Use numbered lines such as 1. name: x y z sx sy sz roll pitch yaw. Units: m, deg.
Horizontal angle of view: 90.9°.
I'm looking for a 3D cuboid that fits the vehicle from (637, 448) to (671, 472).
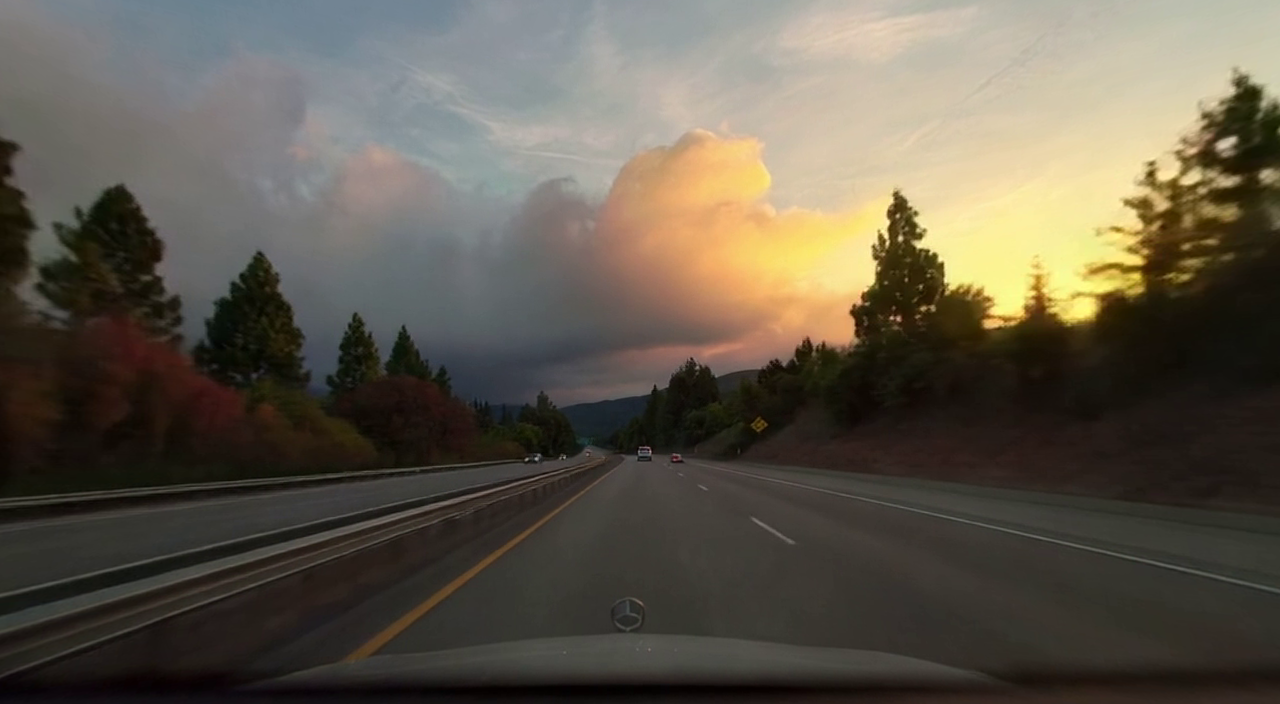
1. vehicle: 0.908 7.311 42.888 2.162 1.492 3.975 0 -9 -1
